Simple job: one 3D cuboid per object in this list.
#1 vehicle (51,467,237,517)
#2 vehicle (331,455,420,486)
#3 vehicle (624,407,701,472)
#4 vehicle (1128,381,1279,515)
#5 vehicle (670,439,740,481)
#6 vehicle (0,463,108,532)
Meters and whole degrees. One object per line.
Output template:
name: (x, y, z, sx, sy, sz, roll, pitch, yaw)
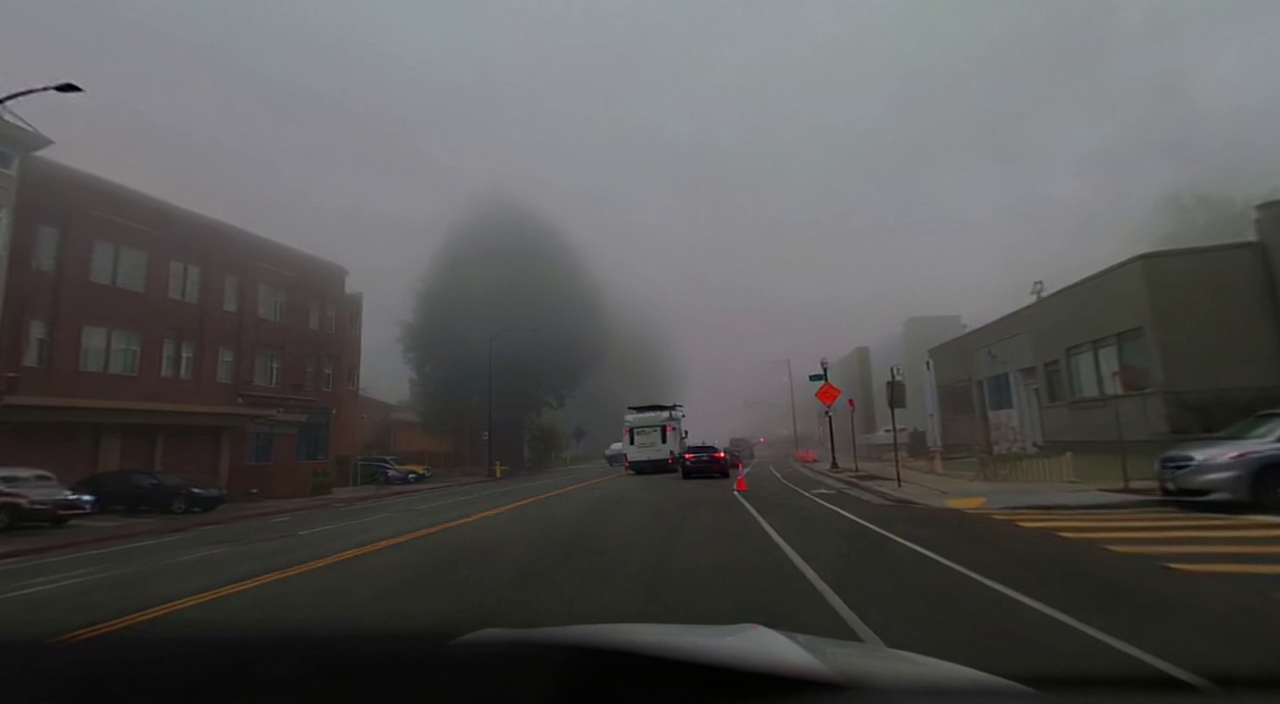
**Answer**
vehicle: (-17.117, 4.811, 21.934, 4.952, 1.510, 2.115, -1, -9, 8)
vehicle: (-15.446, 6.916, 37.011, 4.397, 1.698, 1.932, -1, -9, 9)
vehicle: (1.717, 5.400, 38.615, 2.977, 3.271, 12.748, -2, -8, 10)
vehicle: (11.326, 1.525, 10.180, 4.859, 1.914, 2.333, 0, -8, 2)
vehicle: (2.463, 4.215, 24.998, 2.159, 1.506, 4.086, 0, -8, -2)
vehicle: (-18.162, 4.136, 18.065, 4.298, 1.752, 1.954, -2, -9, 7)
